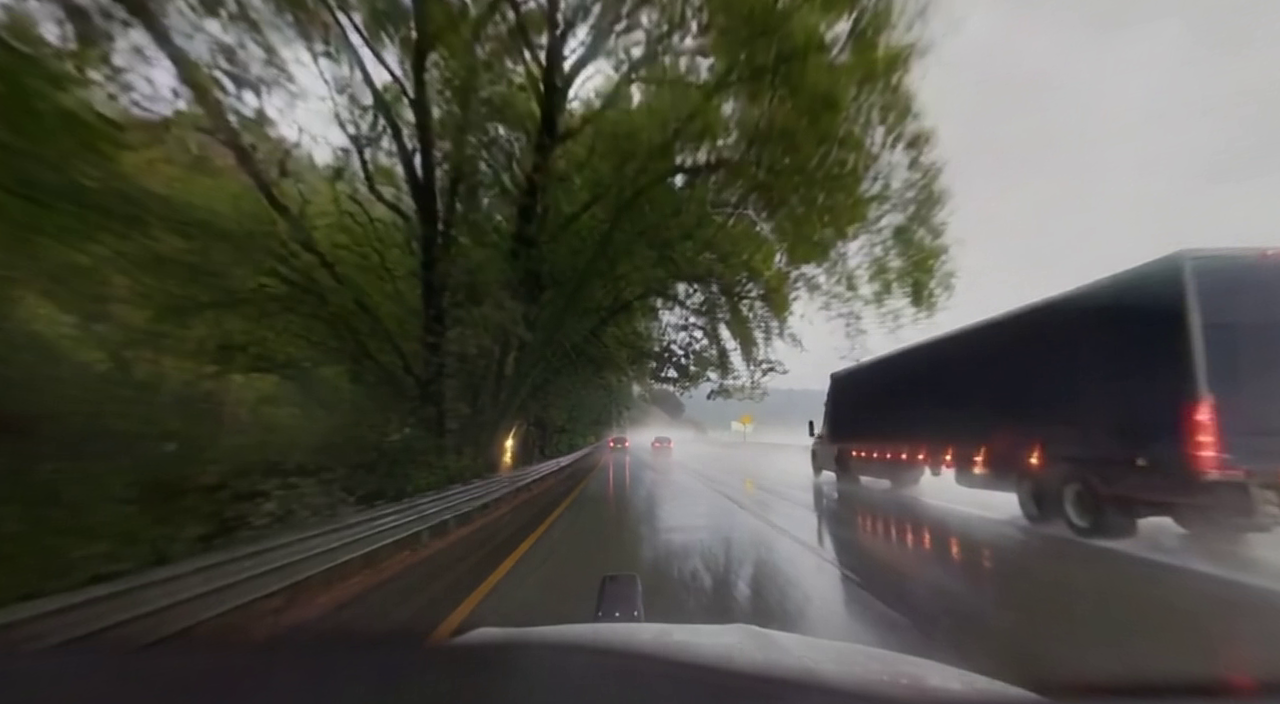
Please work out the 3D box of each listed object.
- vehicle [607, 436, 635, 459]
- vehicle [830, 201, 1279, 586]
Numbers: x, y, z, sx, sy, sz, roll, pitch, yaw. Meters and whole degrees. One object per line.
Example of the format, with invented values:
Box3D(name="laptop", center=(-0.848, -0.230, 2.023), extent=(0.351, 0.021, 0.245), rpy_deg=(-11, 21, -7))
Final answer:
Box3D(name="vehicle", center=(-1.528, 7.371, 48.912), extent=(2.088, 1.671, 4.068), rpy_deg=(0, -8, -3))
Box3D(name="vehicle", center=(7.910, 1.307, 13.738), extent=(2.888, 4.093, 14.227), rpy_deg=(0, -8, -1))
